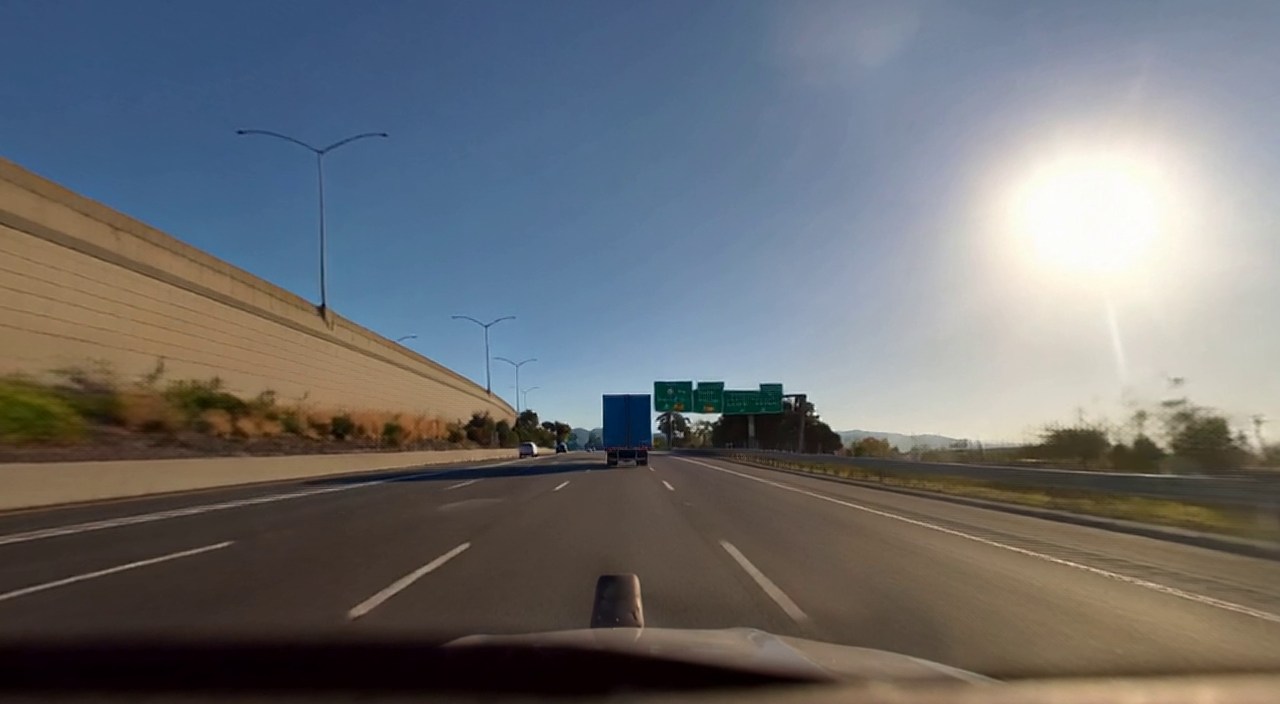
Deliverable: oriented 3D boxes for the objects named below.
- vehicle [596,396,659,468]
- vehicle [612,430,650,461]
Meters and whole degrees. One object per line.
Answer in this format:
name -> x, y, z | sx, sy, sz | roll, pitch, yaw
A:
vehicle -> -0.626, 5.020, 38.519 | 3.233, 3.678, 11.032 | 1, -9, 0
vehicle -> -0.548, 5.298, 35.839 | 2.052, 1.666, 4.358 | 0, -8, -2
